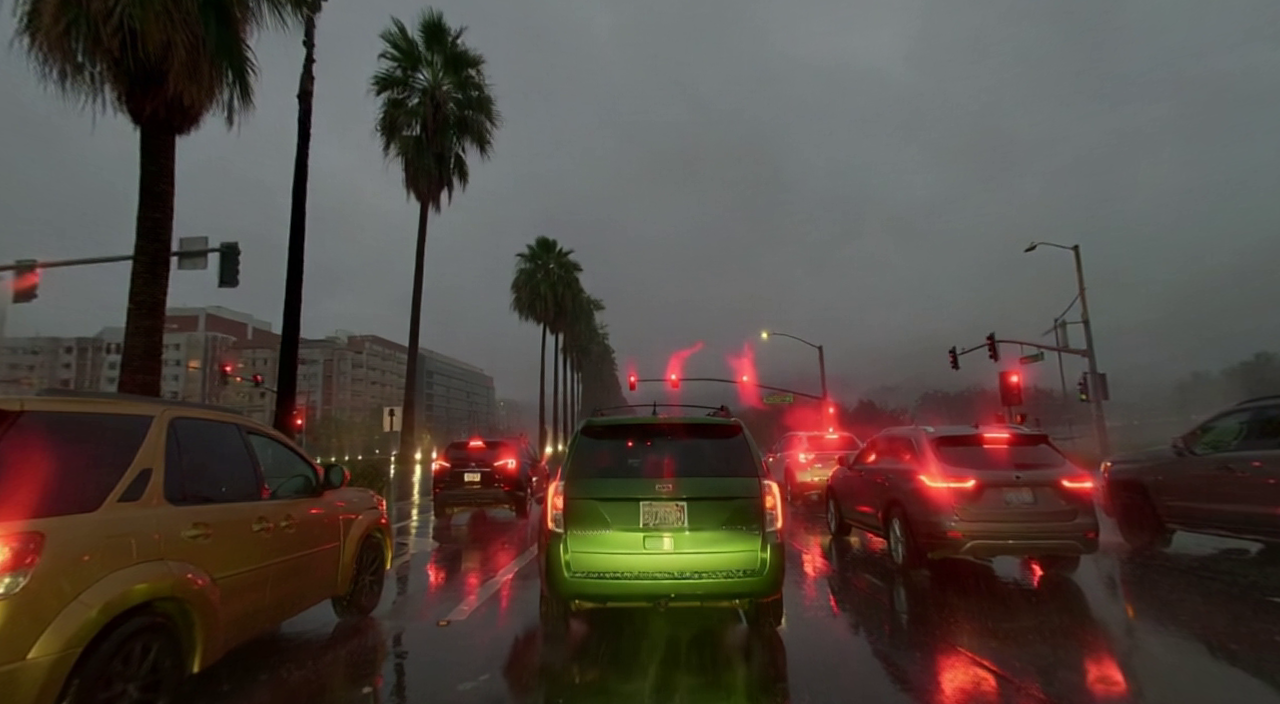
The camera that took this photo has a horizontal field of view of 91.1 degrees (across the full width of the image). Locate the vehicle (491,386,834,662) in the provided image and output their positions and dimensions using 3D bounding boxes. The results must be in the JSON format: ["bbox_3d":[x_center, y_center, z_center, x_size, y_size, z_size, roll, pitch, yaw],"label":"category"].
[{"bbox_3d":[0.170,1.375,6.046,2.123,1.704,4.128,0,-9,1],"label":"vehicle"}]

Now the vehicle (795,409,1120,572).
[{"bbox_3d":[4.012,1.857,9.301,2.072,1.704,5.170,0,-9,0],"label":"vehicle"}]

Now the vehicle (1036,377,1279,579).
[{"bbox_3d":[7.335,1.335,6.862,2.337,1.925,5.728,0,-8,1],"label":"vehicle"}]

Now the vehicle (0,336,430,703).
[{"bbox_3d":[-3.160,1.087,3.902,2.171,1.702,4.416,0,-9,0],"label":"vehicle"}]
